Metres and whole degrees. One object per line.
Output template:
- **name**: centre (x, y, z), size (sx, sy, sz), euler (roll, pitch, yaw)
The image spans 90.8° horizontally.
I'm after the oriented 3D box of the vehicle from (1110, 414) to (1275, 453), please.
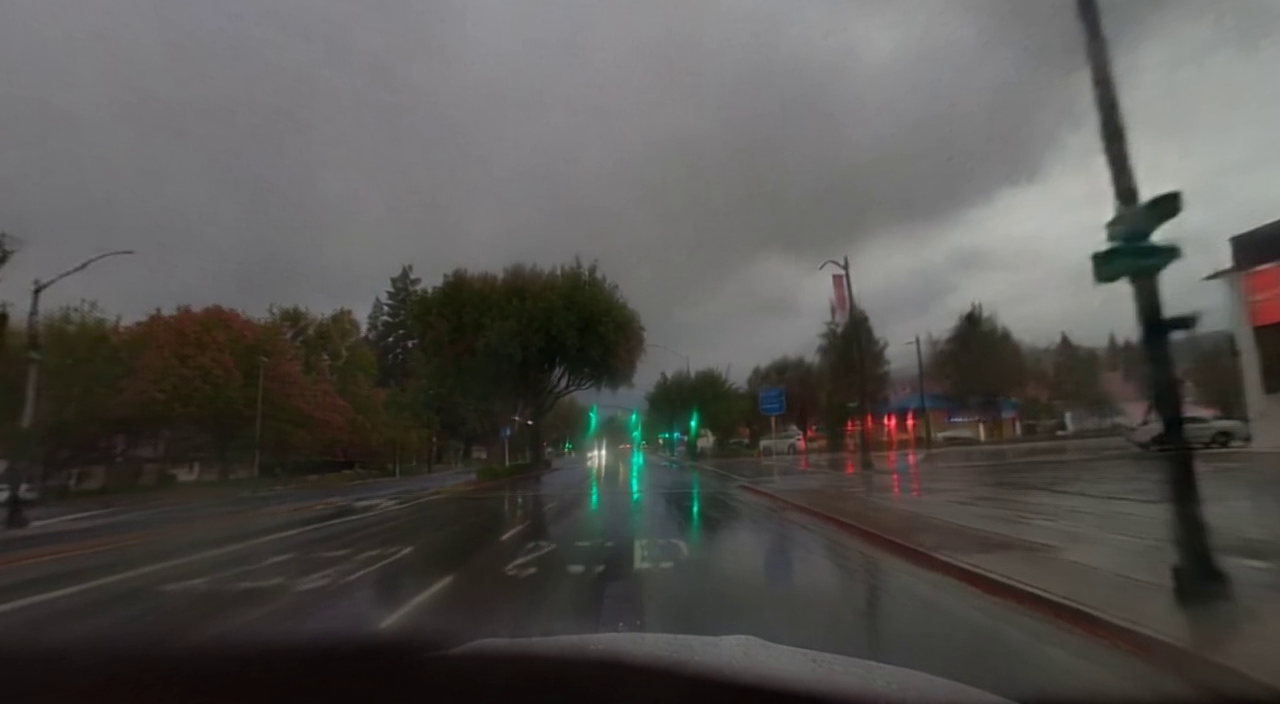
- **vehicle**: centre (23.422, 3.500, 26.965), size (4.902, 1.519, 2.182), euler (-1, -9, 1)
